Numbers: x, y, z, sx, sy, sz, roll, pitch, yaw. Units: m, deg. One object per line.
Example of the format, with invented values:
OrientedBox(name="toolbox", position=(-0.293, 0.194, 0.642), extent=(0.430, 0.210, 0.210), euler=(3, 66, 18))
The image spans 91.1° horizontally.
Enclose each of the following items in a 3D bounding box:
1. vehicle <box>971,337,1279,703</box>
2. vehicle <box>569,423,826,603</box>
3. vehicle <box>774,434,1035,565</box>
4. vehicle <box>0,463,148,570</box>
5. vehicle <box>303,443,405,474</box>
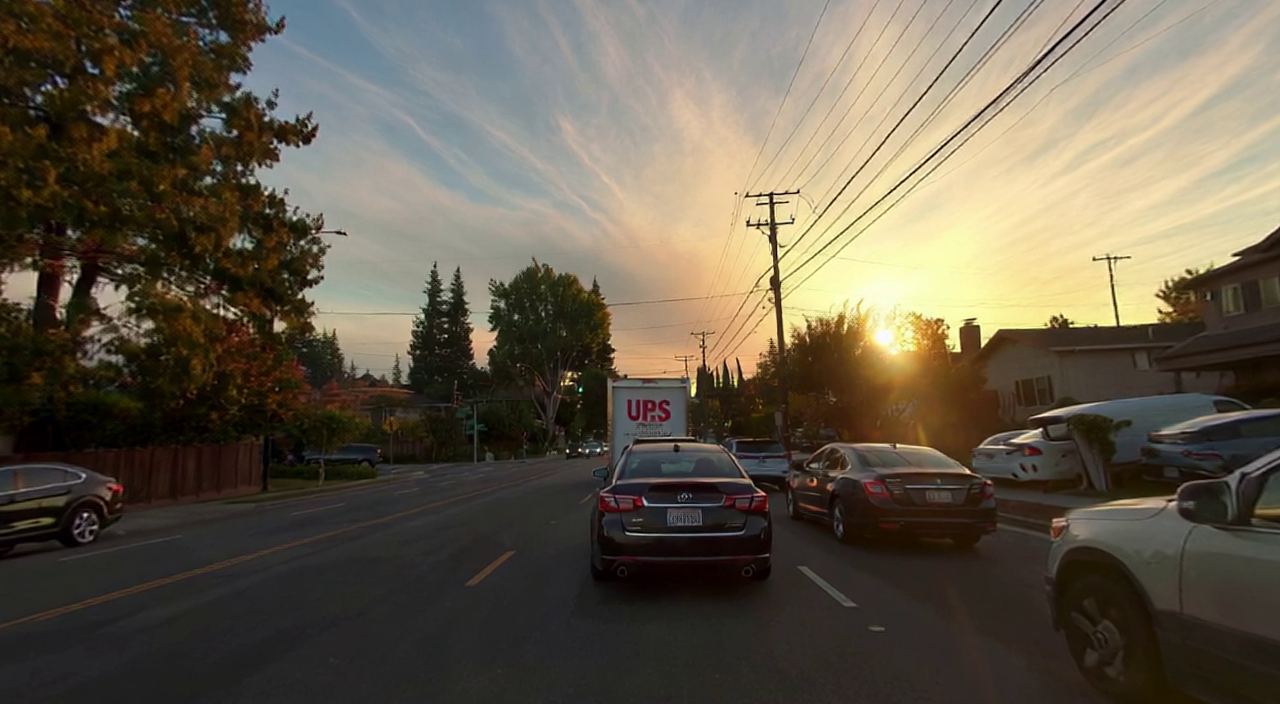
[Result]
OrientedBox(name="vehicle", position=(3.320, 0.770, 1.930), extent=(2.069, 1.722, 4.888), euler=(0, -9, 2))
OrientedBox(name="vehicle", position=(0.484, 1.687, 7.543), extent=(2.158, 1.499, 4.377), euler=(0, -8, 0))
OrientedBox(name="vehicle", position=(3.525, 2.035, 9.504), extent=(1.993, 1.479, 4.487), euler=(0, -8, 0))
OrientedBox(name="vehicle", position=(-10.342, 2.494, 9.491), extent=(1.925, 1.482, 4.753), euler=(0, -8, 0))
OrientedBox(name="vehicle", position=(-17.402, 6.492, 38.303), extent=(5.274, 1.793, 1.921), euler=(0, -9, 3))
